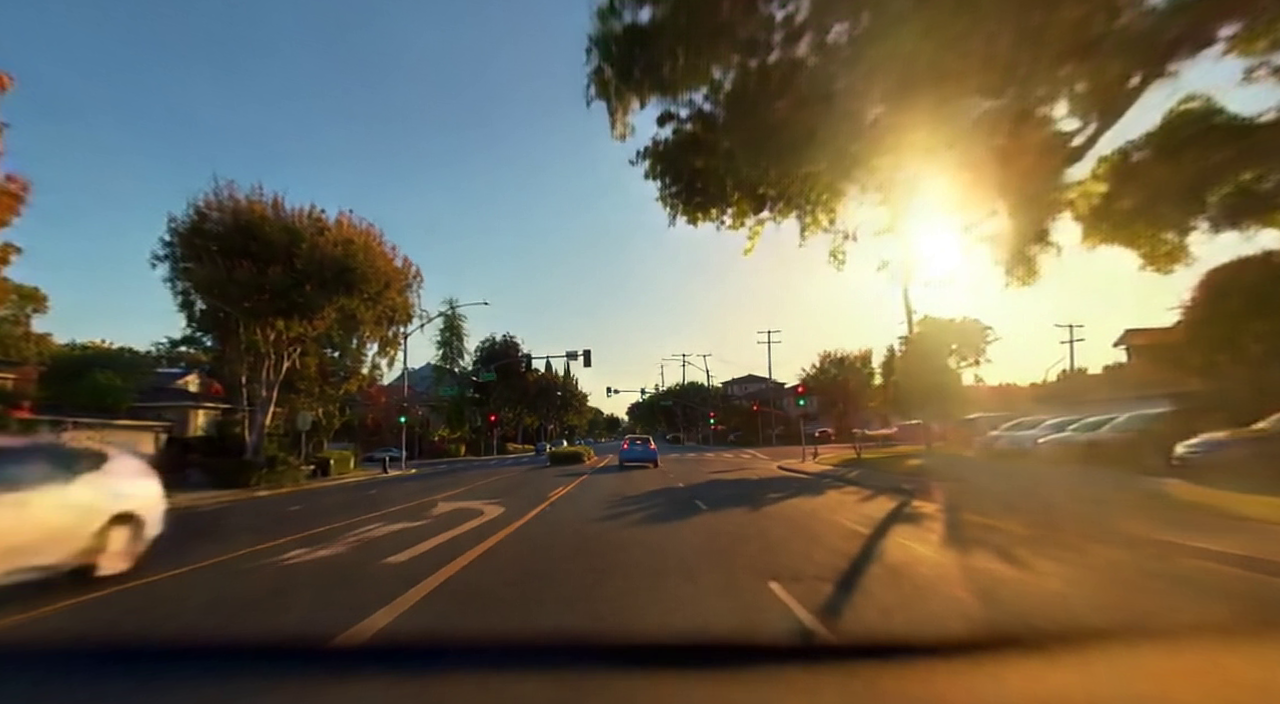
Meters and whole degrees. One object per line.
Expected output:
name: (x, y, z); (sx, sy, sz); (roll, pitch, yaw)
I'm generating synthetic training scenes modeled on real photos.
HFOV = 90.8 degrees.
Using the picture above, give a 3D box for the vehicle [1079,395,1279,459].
vehicle: (16.562, 2.304, 19.264); (4.724, 1.814, 2.108); (0, -9, -1)

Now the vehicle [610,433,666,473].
vehicle: (-0.068, 4.066, 25.596); (2.104, 1.462, 3.991); (0, -9, 0)

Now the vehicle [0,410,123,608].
vehicle: (-6.778, 1.266, 4.703); (2.117, 1.756, 4.375); (0, -9, 0)
